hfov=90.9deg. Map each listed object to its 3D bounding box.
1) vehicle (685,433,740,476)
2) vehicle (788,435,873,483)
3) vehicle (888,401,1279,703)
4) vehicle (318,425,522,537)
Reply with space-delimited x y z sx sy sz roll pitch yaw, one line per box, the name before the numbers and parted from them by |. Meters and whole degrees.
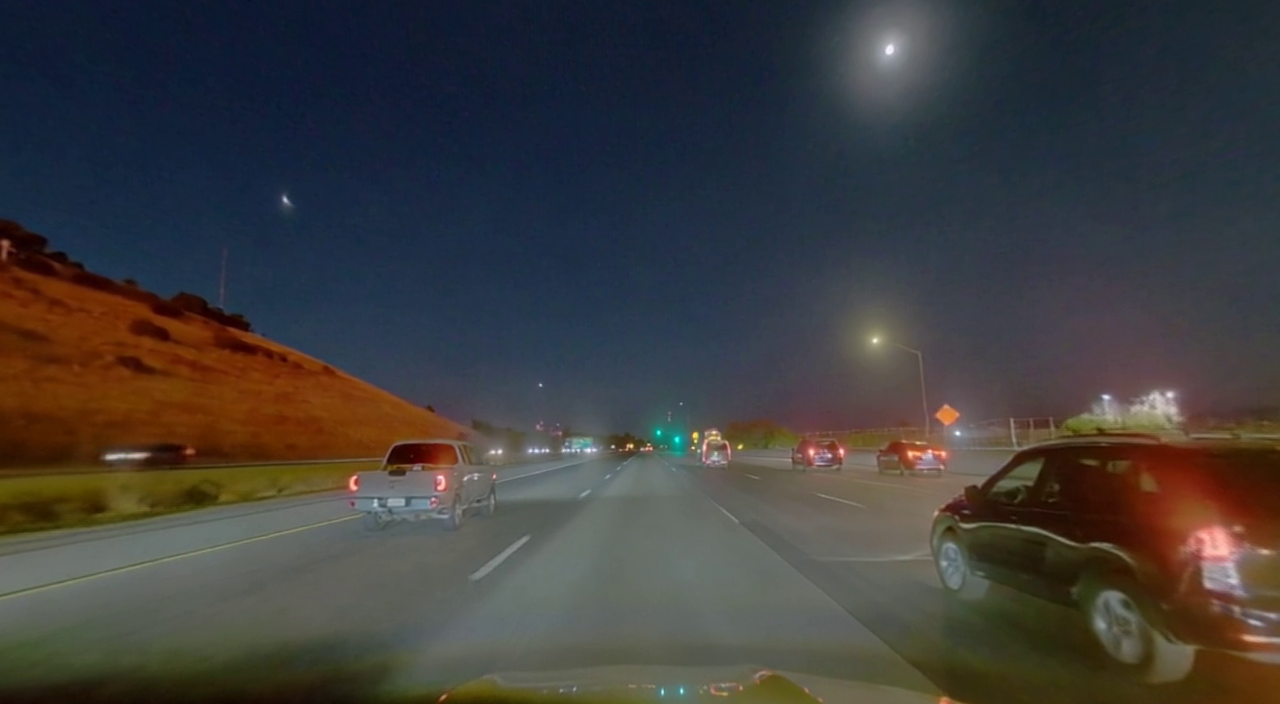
vehicle | 3.502 5.025 31.255 2.121 1.925 5.056 0 -8 0
vehicle | 7.405 4.201 25.037 1.998 1.717 4.338 0 -8 0
vehicle | 3.411 1.170 4.008 1.941 1.481 4.300 0 -8 1
vehicle | -3.780 2.295 11.866 2.166 1.672 4.388 0 -8 1
